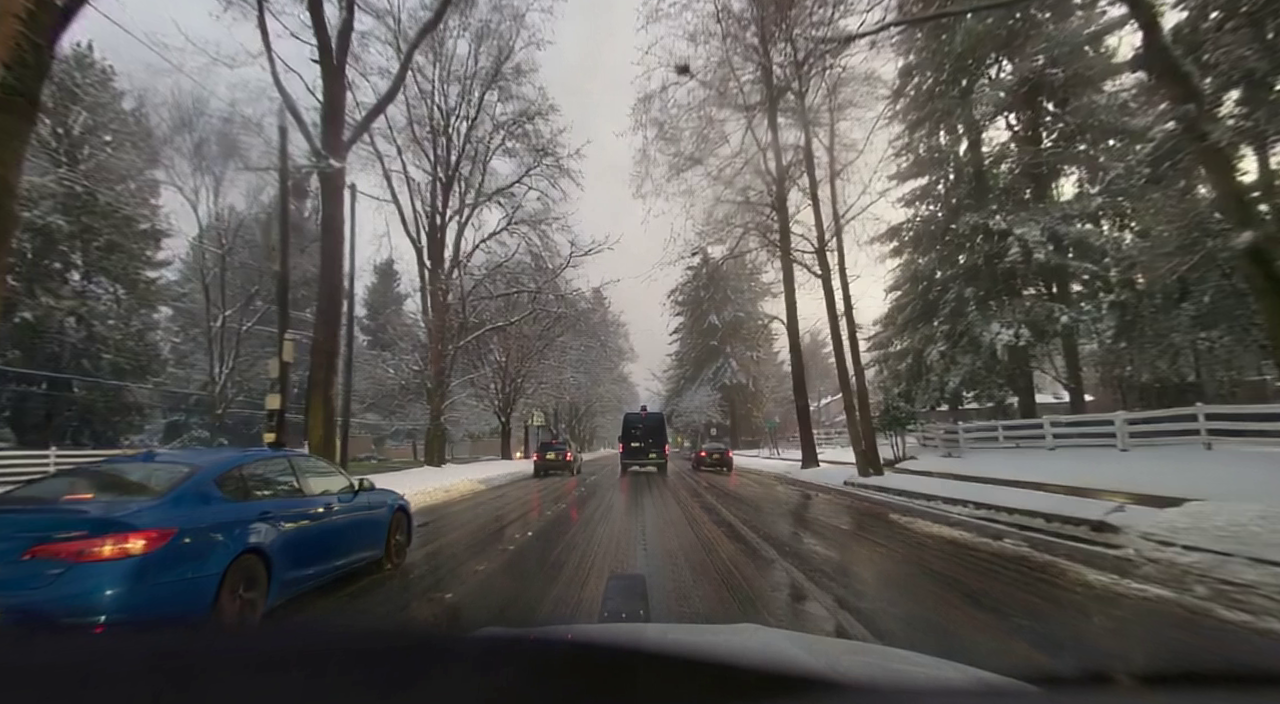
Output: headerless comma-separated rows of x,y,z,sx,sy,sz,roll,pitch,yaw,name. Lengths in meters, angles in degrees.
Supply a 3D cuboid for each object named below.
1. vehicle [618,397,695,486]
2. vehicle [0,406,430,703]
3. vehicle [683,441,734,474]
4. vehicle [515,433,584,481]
0.414,3.205,22.507,2.311,2.726,5.814,0,-8,-3,vehicle
-3.563,1.325,5.152,2.036,1.474,4.647,0,-8,0,vehicle
3.257,5.076,30.521,1.945,1.469,4.258,0,-8,-1,vehicle
-3.465,4.101,24.832,2.021,1.715,4.329,0,-8,0,vehicle
